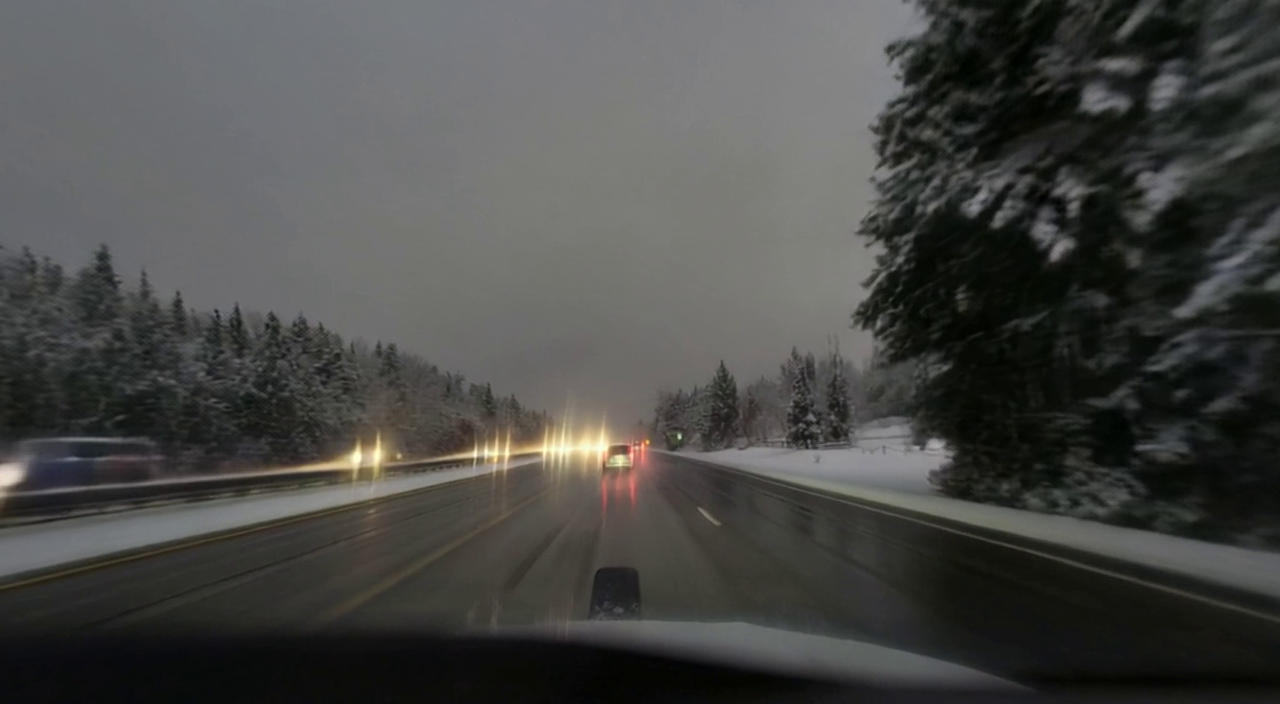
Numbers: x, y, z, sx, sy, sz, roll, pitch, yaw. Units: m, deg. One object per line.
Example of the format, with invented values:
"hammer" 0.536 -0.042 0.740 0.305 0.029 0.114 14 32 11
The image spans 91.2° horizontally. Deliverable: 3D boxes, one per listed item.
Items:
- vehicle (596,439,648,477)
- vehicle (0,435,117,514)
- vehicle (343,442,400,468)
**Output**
"vehicle" -0.763 4.639 27.643 2.095 1.537 4.017 0 -9 -1
"vehicle" -13.287 2.469 12.730 1.869 1.513 4.031 0 -9 -1
"vehicle" -17.879 6.885 41.939 1.919 1.589 4.272 0 -9 -1
